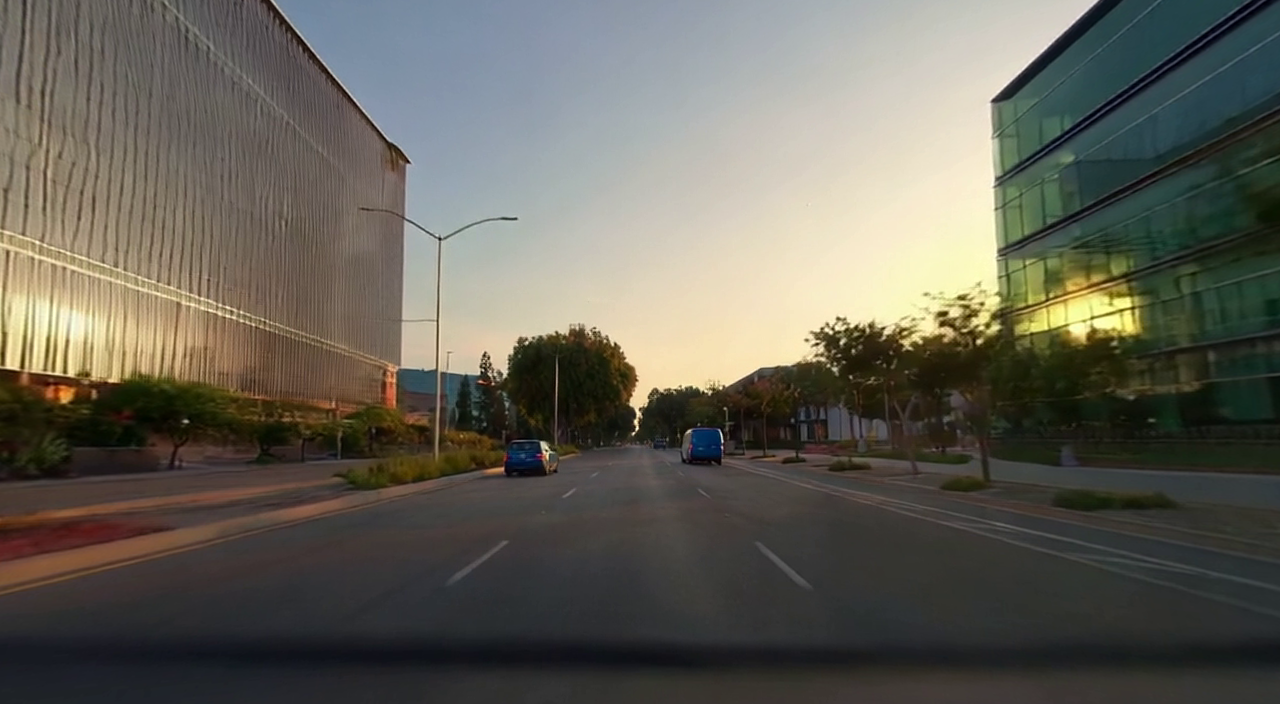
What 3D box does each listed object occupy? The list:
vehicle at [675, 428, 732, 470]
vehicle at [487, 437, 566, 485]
[{"bbox_3d":[3.089,4.895,31.847,2.200,1.914,5.145,0,-8,-1],"label":"vehicle"},{"bbox_3d":[-3.719,3.635,21.325,1.864,1.464,4.195,0,-8,0],"label":"vehicle"}]
